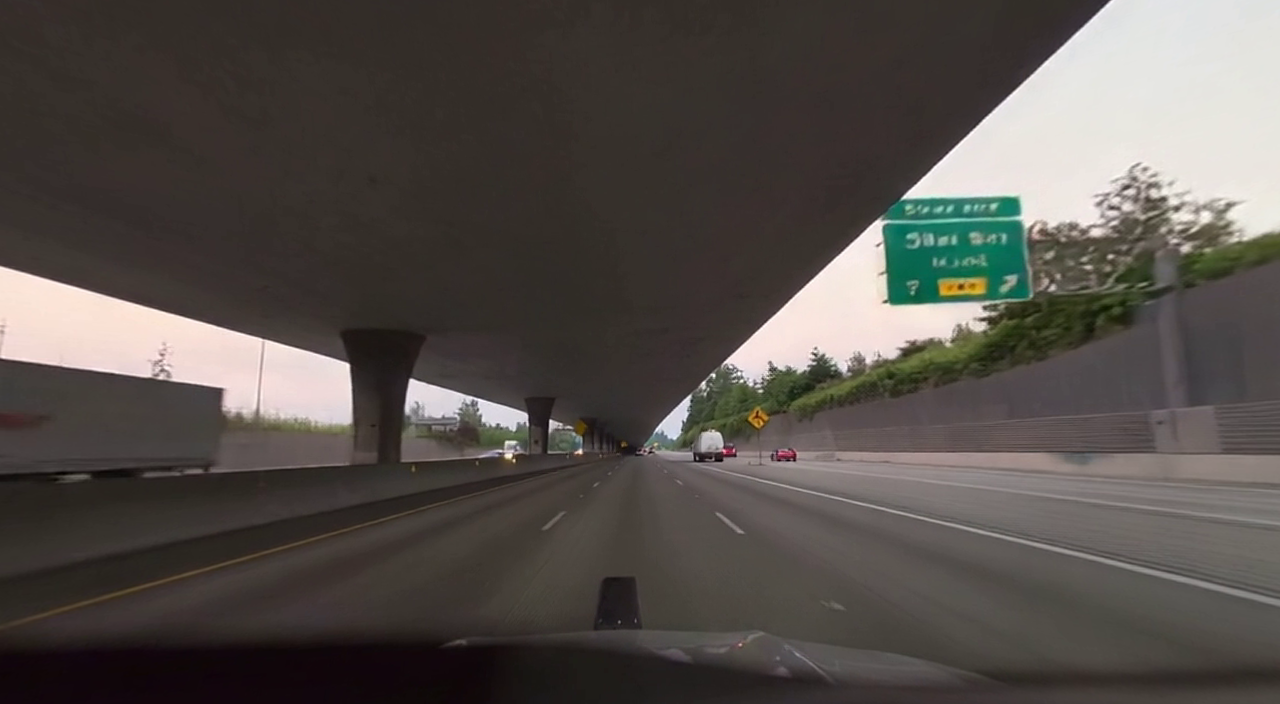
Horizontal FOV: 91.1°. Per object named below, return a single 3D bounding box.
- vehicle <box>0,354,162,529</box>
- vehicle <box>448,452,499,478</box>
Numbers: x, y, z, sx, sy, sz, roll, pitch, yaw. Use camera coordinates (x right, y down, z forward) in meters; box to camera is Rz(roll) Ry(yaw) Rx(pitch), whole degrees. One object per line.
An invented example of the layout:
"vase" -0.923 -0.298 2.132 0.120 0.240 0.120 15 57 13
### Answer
"vehicle" -16.220 2.331 16.173 2.988 3.980 5.849 0 -9 0
"vehicle" -10.105 6.867 38.469 1.909 1.504 4.528 0 -9 0
